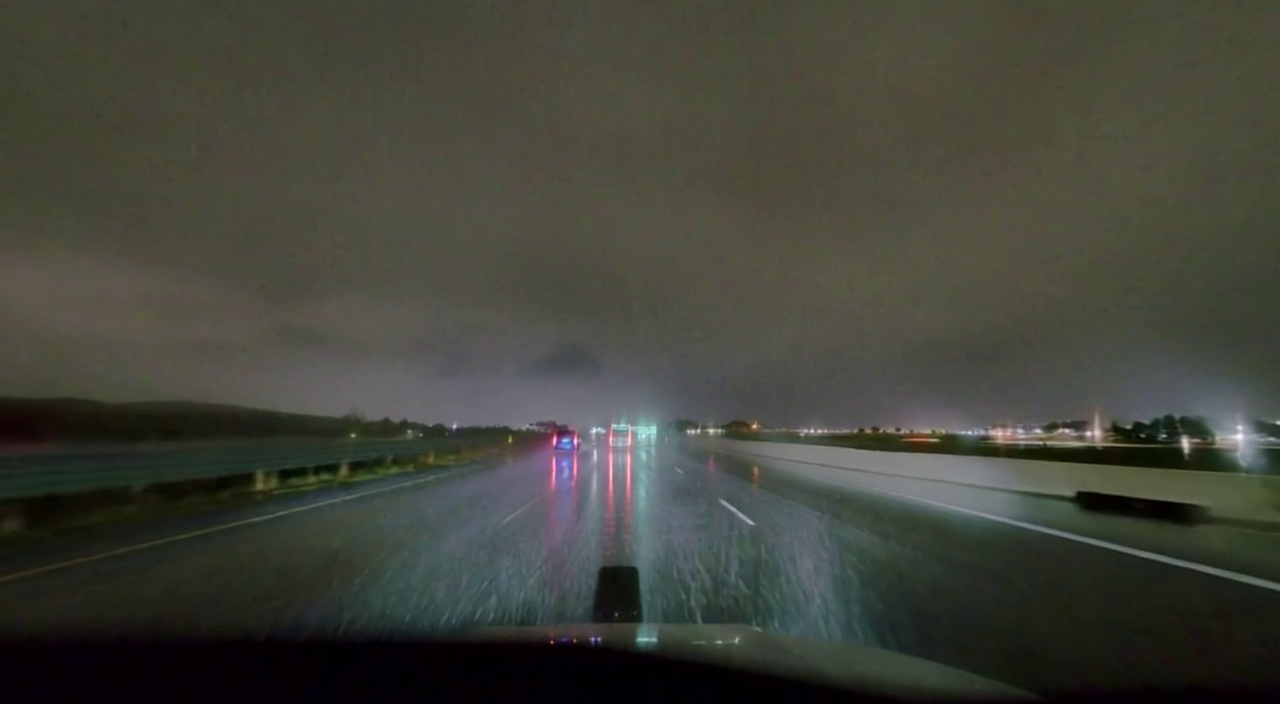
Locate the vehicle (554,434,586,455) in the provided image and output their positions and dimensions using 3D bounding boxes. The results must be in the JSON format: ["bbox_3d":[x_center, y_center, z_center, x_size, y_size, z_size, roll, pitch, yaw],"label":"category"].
[{"bbox_3d":[-5.421,7.158,49.186,2.141,1.534,5.099,0,-8,-3],"label":"vehicle"}]
